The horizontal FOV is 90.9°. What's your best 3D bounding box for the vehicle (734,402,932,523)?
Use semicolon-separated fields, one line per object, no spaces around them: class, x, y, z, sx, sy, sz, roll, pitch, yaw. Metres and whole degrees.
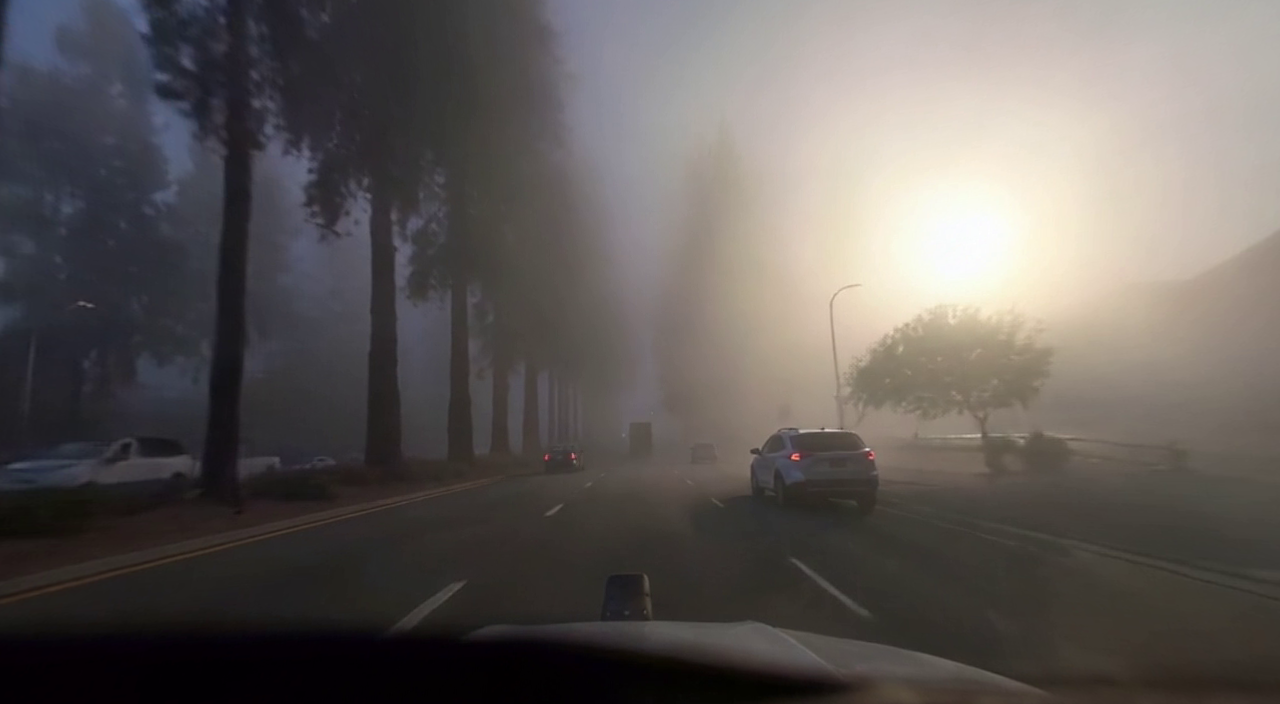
vehicle;3.689;2.292;13.628;2.381;2.008;5.971;0;-8;0

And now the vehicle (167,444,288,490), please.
vehicle;-20.909;5.815;32.358;2.353;2.119;5.625;0;-8;0

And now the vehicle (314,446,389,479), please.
vehicle;-17.034;6.539;37.551;1.965;1.780;5.122;0;-8;2

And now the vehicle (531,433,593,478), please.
vehicle;-3.589;4.901;30.099;2.255;1.940;4.822;0;-8;1

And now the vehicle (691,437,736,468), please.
vehicle;4.435;6.150;38.563;2.280;1.757;4.572;0;-8;1

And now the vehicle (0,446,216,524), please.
vehicle;-13.154;3.141;15.629;1.989;1.584;5.018;0;-8;-3

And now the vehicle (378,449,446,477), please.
vehicle;-13.683;6.652;38.196;2.142;1.528;4.804;-1;-8;2
